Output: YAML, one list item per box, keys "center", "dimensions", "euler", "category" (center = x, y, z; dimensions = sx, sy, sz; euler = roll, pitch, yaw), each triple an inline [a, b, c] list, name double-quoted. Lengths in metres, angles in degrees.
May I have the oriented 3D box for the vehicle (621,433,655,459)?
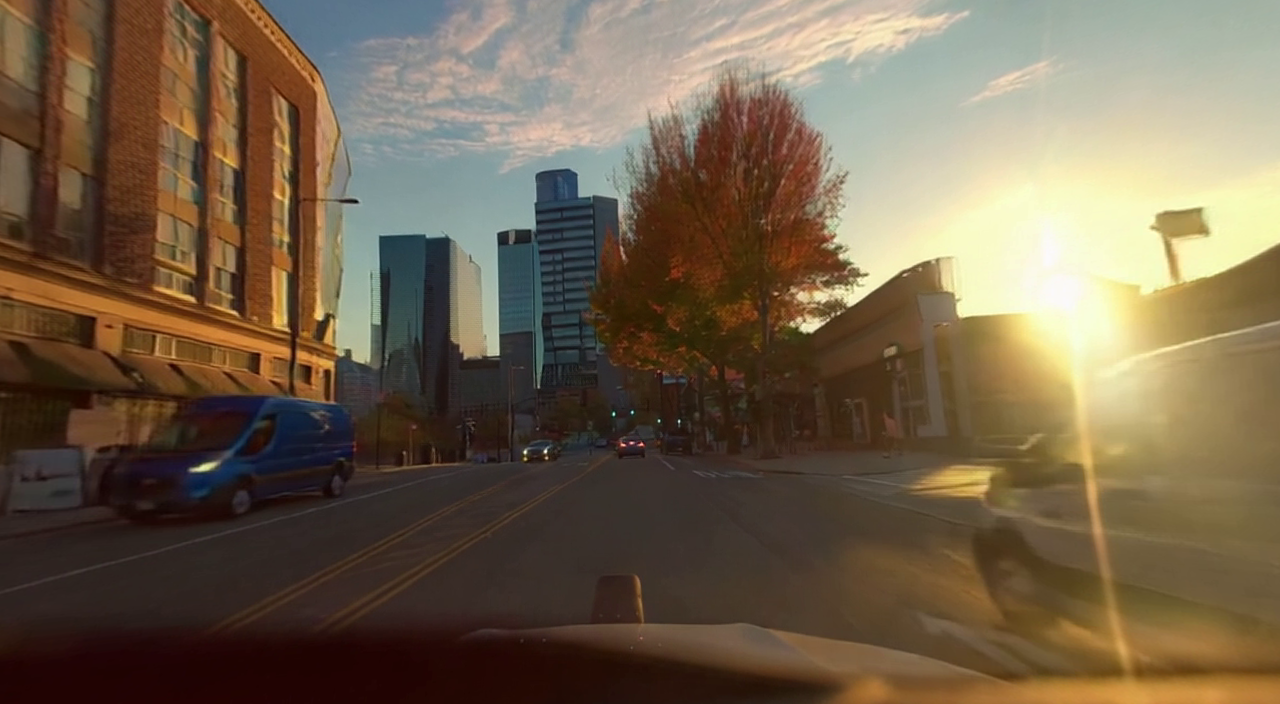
- center: [-0.156, 6.497, 43.549]
  dimensions: [2.274, 1.736, 4.083]
  euler: [0, -8, -1]
  category: "vehicle"

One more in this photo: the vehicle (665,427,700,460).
- center: [2.726, 5.937, 40.831]
  dimensions: [2.147, 1.968, 4.478]
  euler: [0, -8, 3]
  category: "vehicle"

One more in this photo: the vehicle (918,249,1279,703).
- center: [3.508, 0.645, 2.430]
  dimensions: [2.357, 1.986, 5.136]
  euler: [0, -8, -2]
  category: "vehicle"

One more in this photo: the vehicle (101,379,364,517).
- center: [-8.989, 2.214, 14.857]
  dimensions: [2.348, 2.588, 5.860]
  euler: [0, -8, -2]
  category: "vehicle"
